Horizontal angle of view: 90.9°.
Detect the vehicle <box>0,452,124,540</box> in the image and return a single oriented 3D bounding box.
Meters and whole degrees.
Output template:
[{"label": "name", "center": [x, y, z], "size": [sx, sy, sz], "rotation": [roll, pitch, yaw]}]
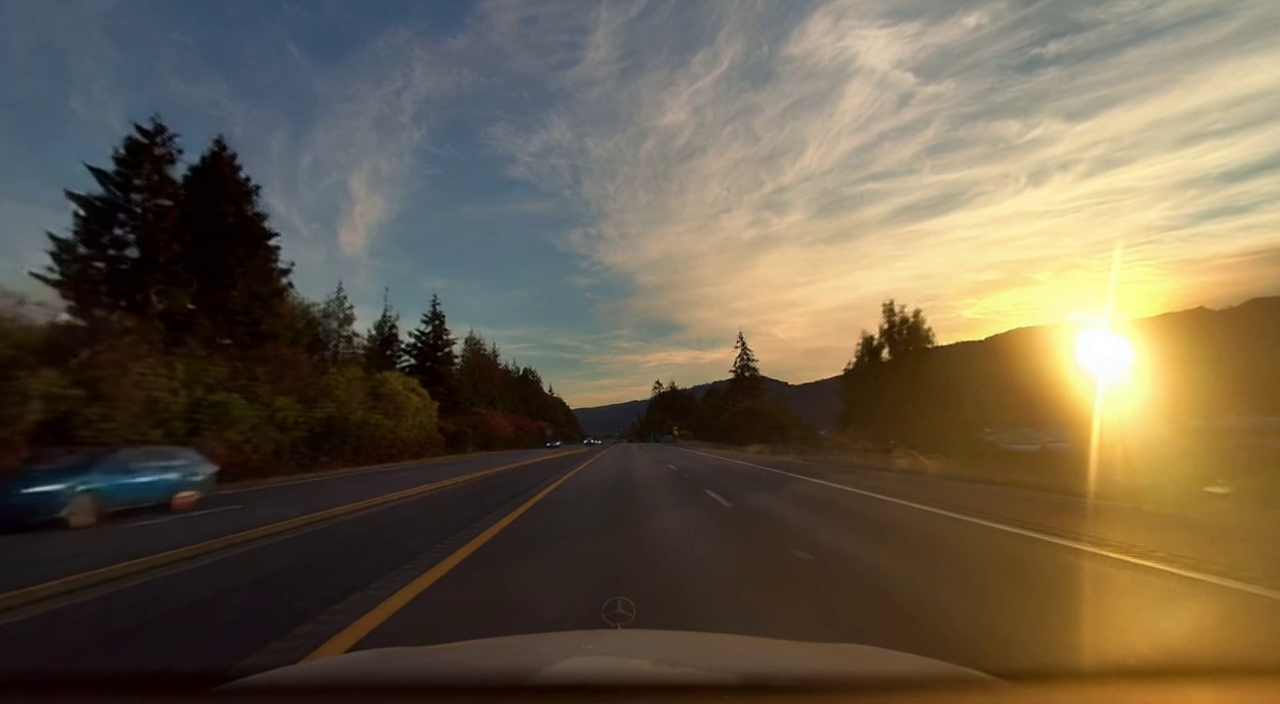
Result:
[{"label": "vehicle", "center": [-12.063, 2.563, 11.193], "size": [1.946, 1.467, 4.602], "rotation": [0, -8, -1]}]
